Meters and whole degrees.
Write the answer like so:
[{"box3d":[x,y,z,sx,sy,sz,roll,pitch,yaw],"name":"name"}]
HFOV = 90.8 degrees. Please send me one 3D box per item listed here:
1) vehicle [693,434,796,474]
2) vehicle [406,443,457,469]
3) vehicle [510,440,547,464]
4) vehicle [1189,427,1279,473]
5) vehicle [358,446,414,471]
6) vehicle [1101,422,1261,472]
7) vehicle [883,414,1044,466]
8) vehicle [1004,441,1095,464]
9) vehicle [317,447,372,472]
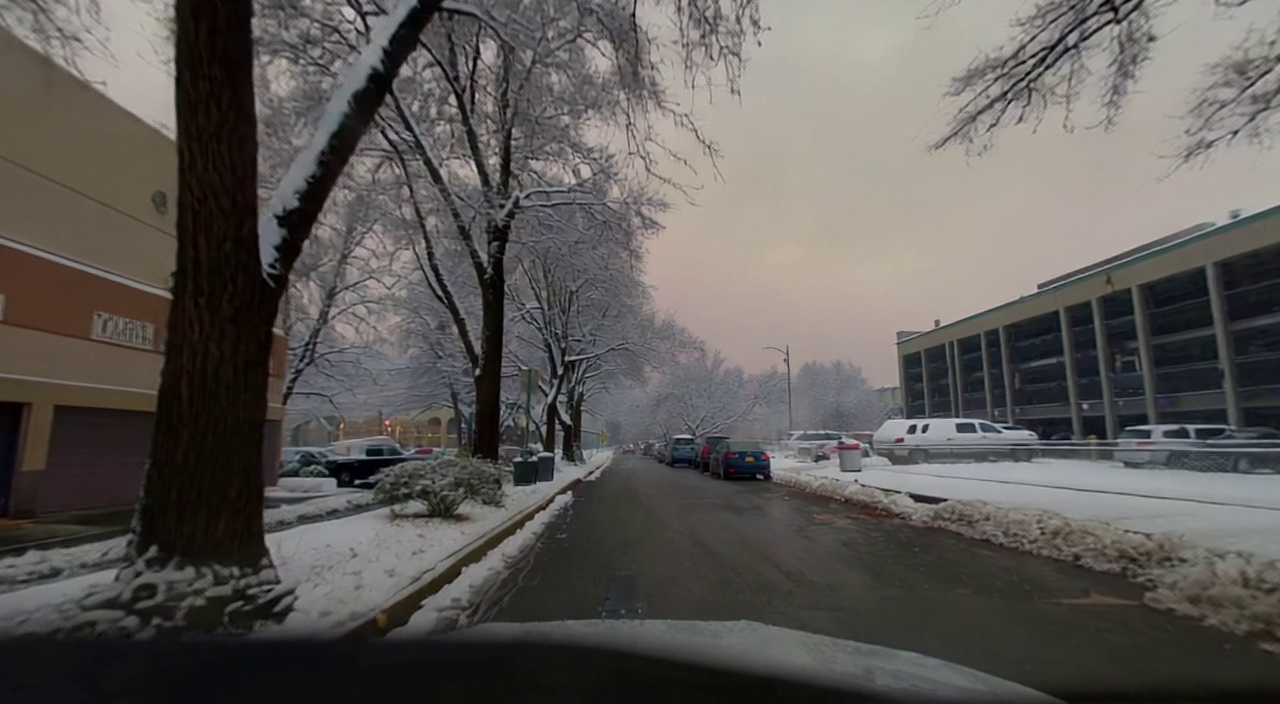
[{"box3d":[4.929,4.761,29.570,4.626,1.723,1.939,5,-10,-33],"name":"vehicle"},{"box3d":[-14.472,7.191,44.036,1.888,1.657,4.138,0,-8,4],"name":"vehicle"},{"box3d":[-7.994,7.232,45.731,1.993,1.640,4.457,0,-8,-1],"name":"vehicle"},{"box3d":[26.356,4.114,26.545,4.591,1.808,2.016,0,-9,0],"name":"vehicle"},{"box3d":[-17.327,7.255,43.326,1.850,1.531,4.256,0,-8,3],"name":"vehicle"},{"box3d":[25.516,4.491,29.941,5.596,2.168,2.307,2,-8,-4],"name":"vehicle"},{"box3d":[13.557,3.730,26.748,5.540,2.045,2.259,0,-8,-2],"name":"vehicle"},{"box3d":[26.214,6.428,40.505,4.558,1.452,1.790,0,-8,-2],"name":"vehicle"},{"box3d":[-20.329,7.377,43.676,1.880,1.617,3.870,0,-8,1],"name":"vehicle"}]
